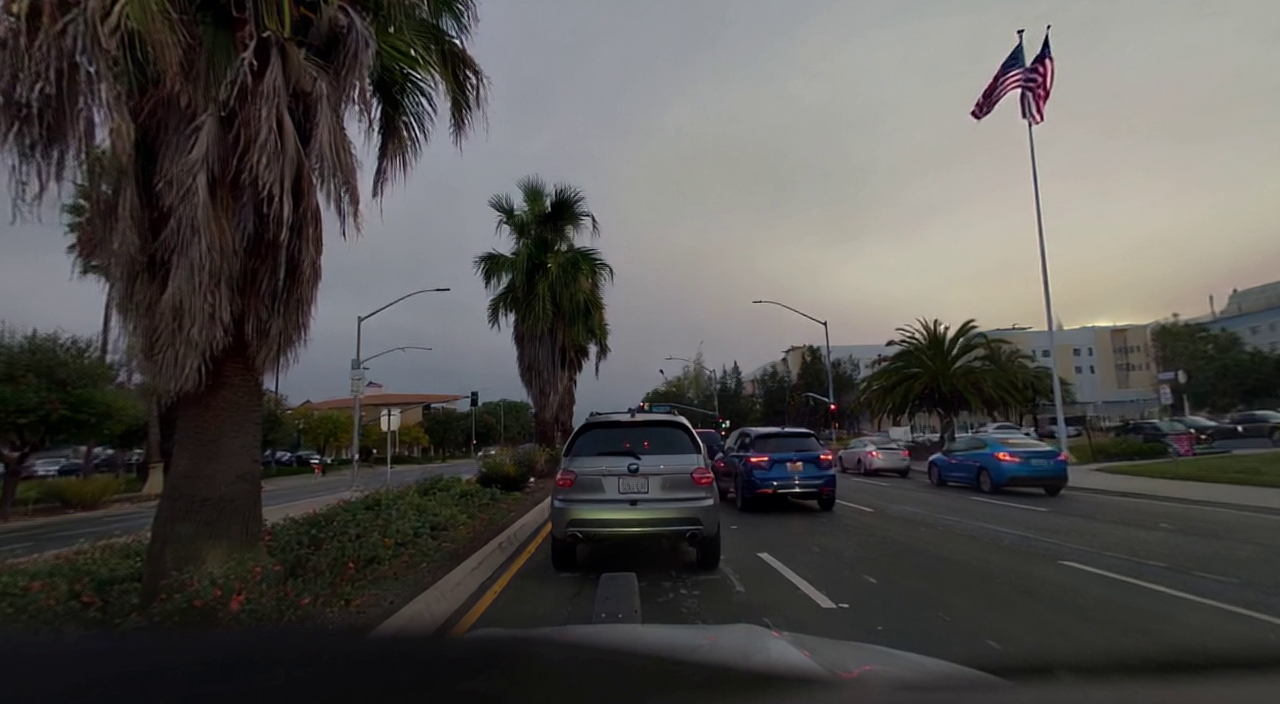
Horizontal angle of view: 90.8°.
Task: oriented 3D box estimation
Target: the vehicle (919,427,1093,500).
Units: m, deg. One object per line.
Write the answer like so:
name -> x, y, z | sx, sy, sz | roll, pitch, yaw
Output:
vehicle -> 10.076, 3.111, 17.952 | 2.155, 1.779, 4.582 | 0, -9, 0

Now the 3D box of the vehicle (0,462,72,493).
vehicle -> -45.644, 9.091, 45.752 | 6.410, 2.078, 2.584 | 0, -9, 0

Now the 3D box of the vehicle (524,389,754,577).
vehicle -> -0.117, 1.704, 8.965 | 2.402, 1.938, 4.535 | 0, -9, -3

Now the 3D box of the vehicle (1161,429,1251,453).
vehicle -> 36.421, 5.763, 40.835 | 1.839, 1.455, 4.395 | 0, -9, 2

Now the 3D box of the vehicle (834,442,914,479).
vehicle -> 10.162, 4.736, 27.794 | 1.855, 1.495, 4.143 | 0, -9, -1

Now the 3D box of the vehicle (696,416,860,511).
vehicle -> 3.245, 2.858, 16.754 | 2.773, 2.021, 6.212 | 0, -9, -2
